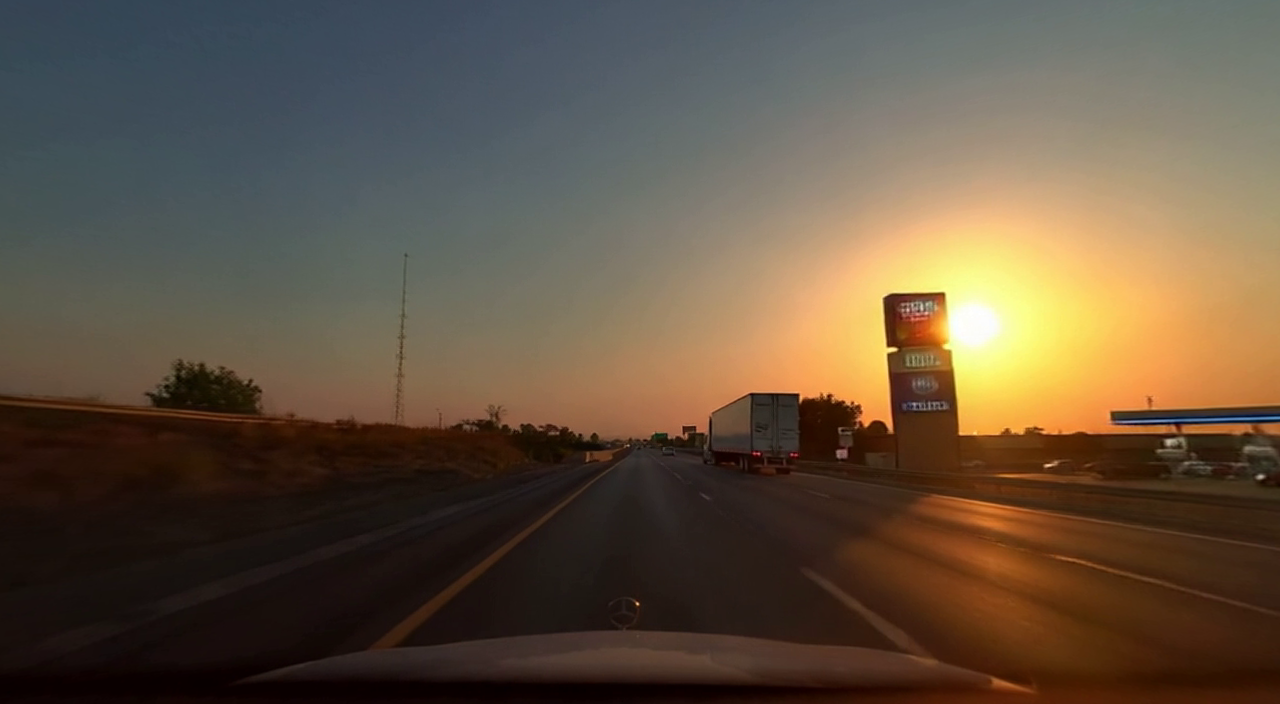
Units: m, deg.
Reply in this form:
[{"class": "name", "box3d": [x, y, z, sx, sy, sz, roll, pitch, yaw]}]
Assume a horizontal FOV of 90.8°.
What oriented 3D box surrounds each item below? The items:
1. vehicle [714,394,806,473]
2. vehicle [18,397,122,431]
[{"class": "vehicle", "box3d": [7.260, 5.452, 41.264, 2.912, 4.153, 15.866, 0, -8, 0]}, {"class": "vehicle", "box3d": [-27.819, 3.099, 30.965, 1.644, 1.458, 3.682, 0, -8, -1]}]
